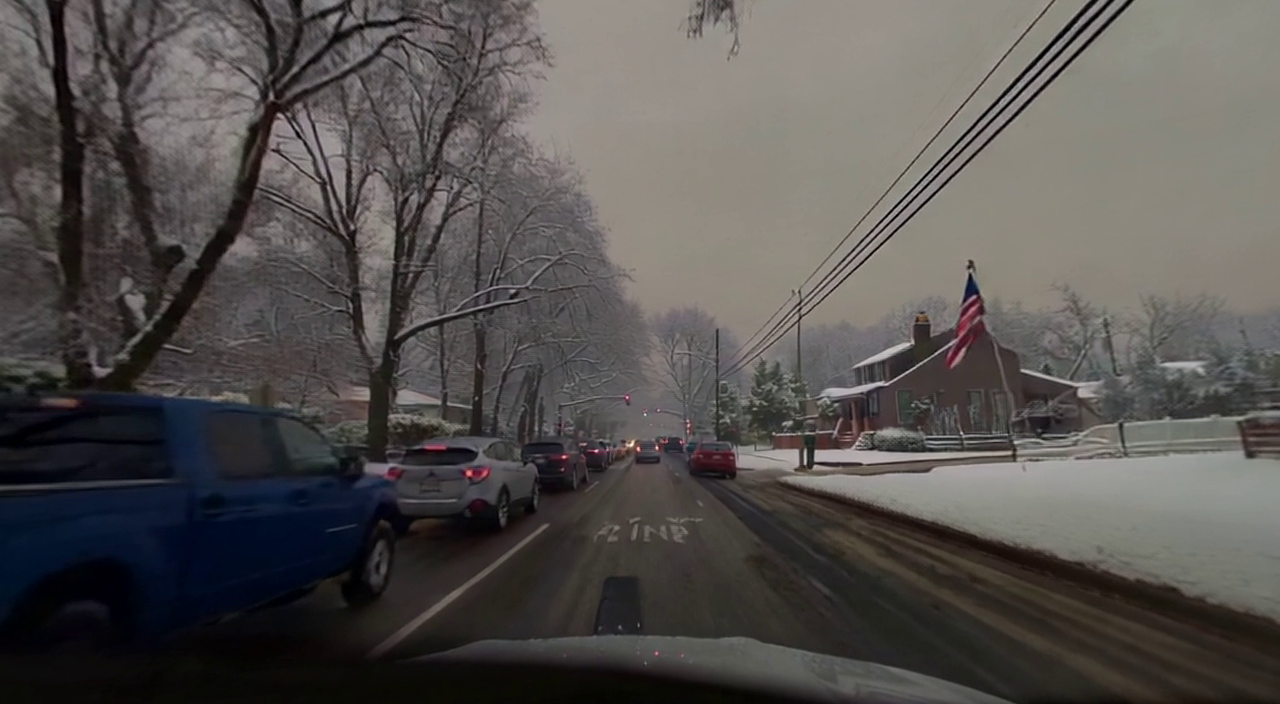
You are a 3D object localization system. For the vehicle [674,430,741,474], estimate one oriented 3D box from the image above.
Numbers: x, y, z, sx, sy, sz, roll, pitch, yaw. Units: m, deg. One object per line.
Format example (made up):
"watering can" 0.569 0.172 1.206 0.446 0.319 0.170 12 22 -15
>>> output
"vehicle" 2.728 4.236 26.794 2.258 1.682 4.635 0 -9 -1

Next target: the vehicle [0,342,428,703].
"vehicle" -3.049 1.027 3.615 1.971 1.639 4.487 -1 -9 2

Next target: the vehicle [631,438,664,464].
"vehicle" 0.459 6.001 38.400 1.927 1.453 3.848 0 -9 1

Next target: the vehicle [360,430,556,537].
"vehicle" -2.841 2.169 11.051 1.970 1.477 4.380 -1 -9 2
